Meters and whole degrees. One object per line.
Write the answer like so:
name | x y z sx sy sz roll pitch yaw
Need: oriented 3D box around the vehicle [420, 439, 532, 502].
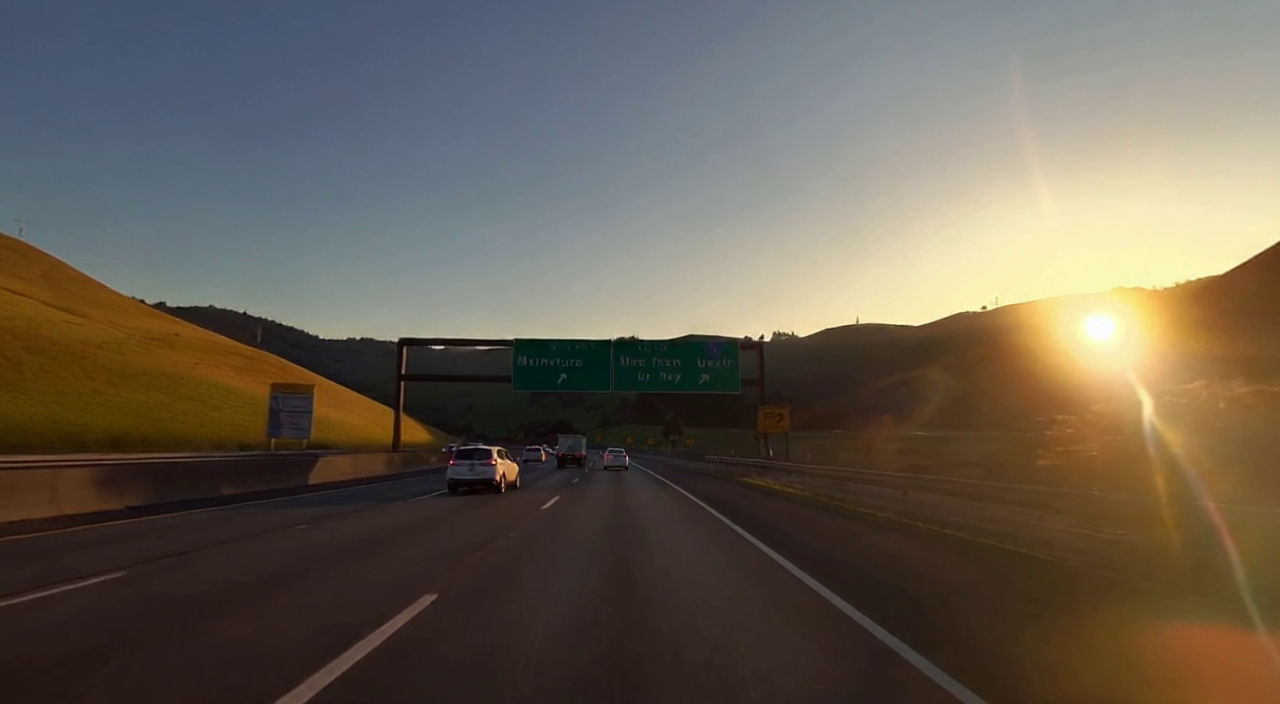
vehicle | -4.664 3.436 18.650 2.208 1.619 4.162 0 -9 -1

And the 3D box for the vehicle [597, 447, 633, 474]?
vehicle | -1.486 6.245 36.487 1.988 1.440 4.201 0 -9 -3

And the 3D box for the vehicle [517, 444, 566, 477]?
vehicle | -5.241 5.819 34.085 2.118 1.624 4.032 0 -9 -1
